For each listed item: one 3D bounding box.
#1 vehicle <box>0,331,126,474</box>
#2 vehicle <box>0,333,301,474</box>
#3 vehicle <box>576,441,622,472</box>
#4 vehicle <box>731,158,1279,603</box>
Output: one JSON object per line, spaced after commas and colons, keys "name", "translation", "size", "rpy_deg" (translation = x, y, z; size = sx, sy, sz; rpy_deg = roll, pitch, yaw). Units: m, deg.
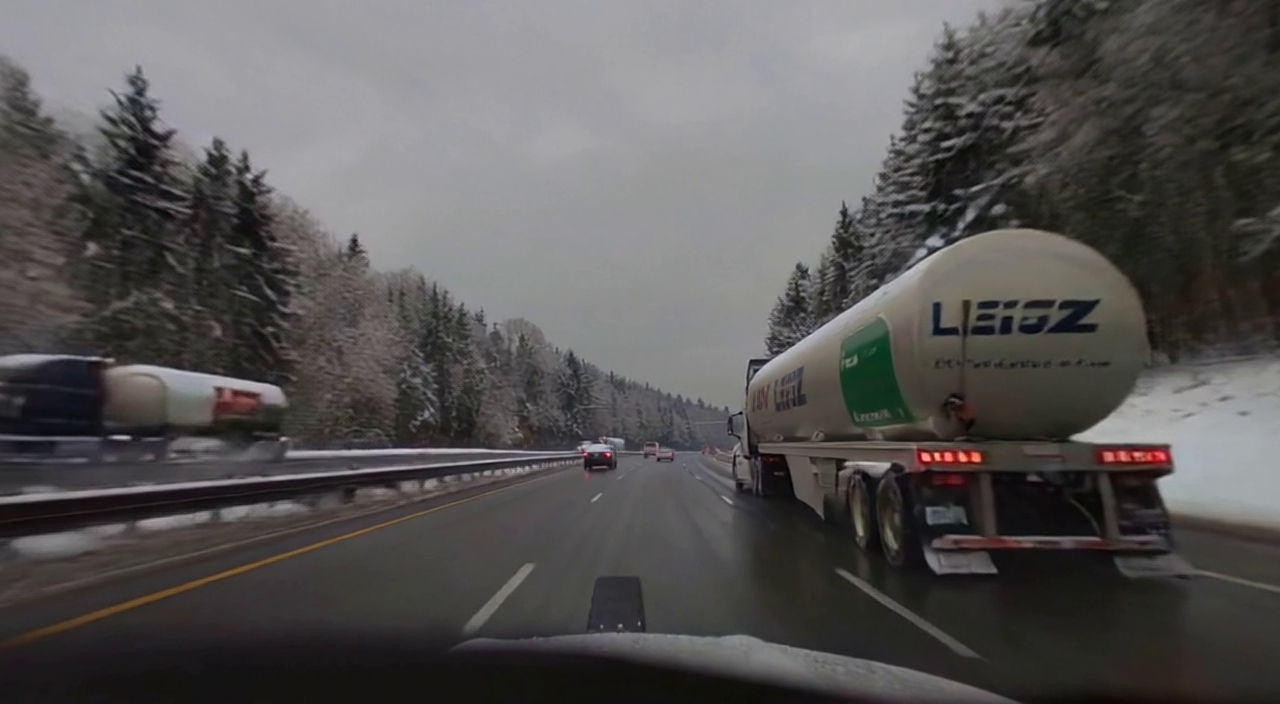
{"name": "vehicle", "translation": [-19.581, 1.599, 18.835], "size": [2.971, 4.003, 6.027], "rpy_deg": [0, -9, 1]}
{"name": "vehicle", "translation": [-19.353, 2.583, 25.419], "size": [2.914, 4.061, 14.588], "rpy_deg": [0, -9, 2]}
{"name": "vehicle", "translation": [-2.357, 6.166, 37.351], "size": [2.205, 1.728, 4.397], "rpy_deg": [-1, -9, 3]}
{"name": "vehicle", "translation": [4.426, 1.210, 12.517], "size": [3.057, 3.993, 13.914], "rpy_deg": [0, -9, 0]}
